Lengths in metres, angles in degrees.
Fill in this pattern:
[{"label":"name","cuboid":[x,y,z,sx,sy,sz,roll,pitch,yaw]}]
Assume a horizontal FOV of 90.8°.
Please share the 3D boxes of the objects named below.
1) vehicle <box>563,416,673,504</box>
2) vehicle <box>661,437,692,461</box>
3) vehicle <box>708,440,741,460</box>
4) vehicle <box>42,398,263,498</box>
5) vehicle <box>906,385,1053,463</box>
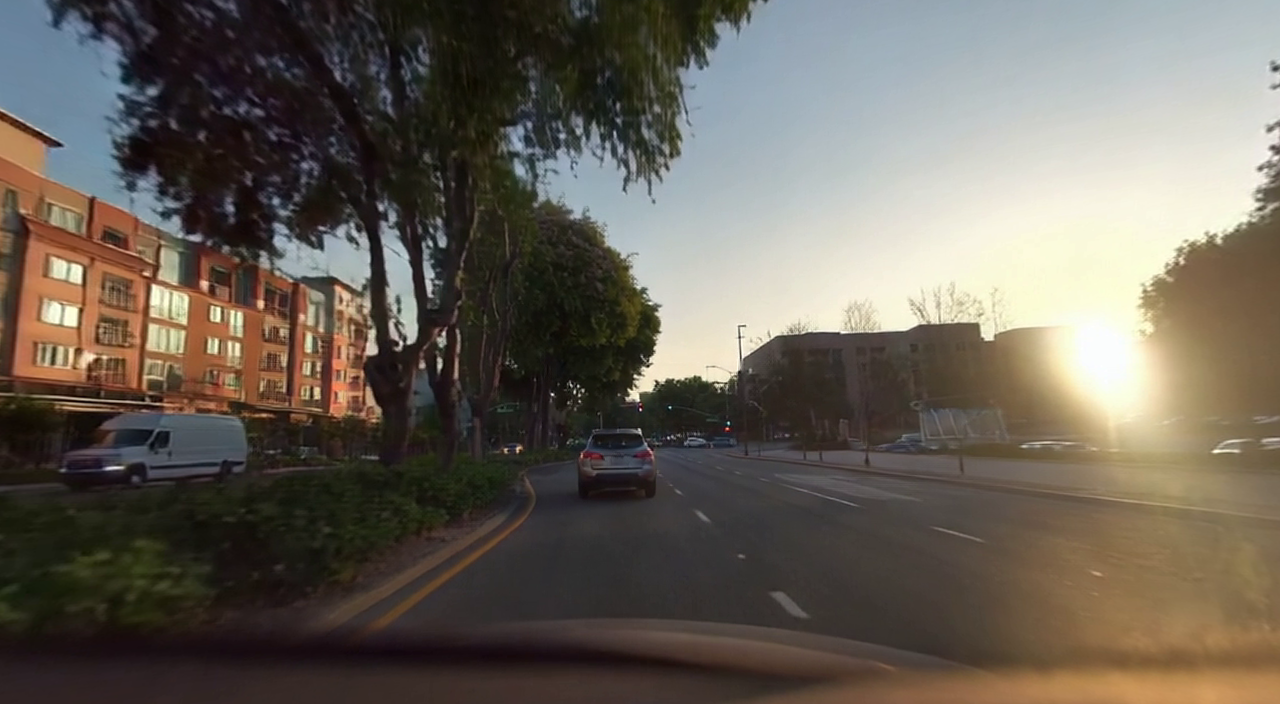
[{"label":"vehicle","cuboid":[-0.516,2.551,15.225,2.277,1.816,4.192,0,-9,-2]},{"label":"vehicle","cuboid":[2.560,6.938,45.215,1.929,1.590,4.287,0,-9,-1]},{"label":"vehicle","cuboid":[6.151,7.216,46.582,1.777,1.443,3.942,0,-9,-2]},{"label":"vehicle","cuboid":[-19.131,3.882,25.723,2.811,3.399,7.898,0,-9,-2]},{"label":"vehicle","cuboid":[18.279,4.119,35.003,3.269,3.755,8.862,0,-9,1]}]
